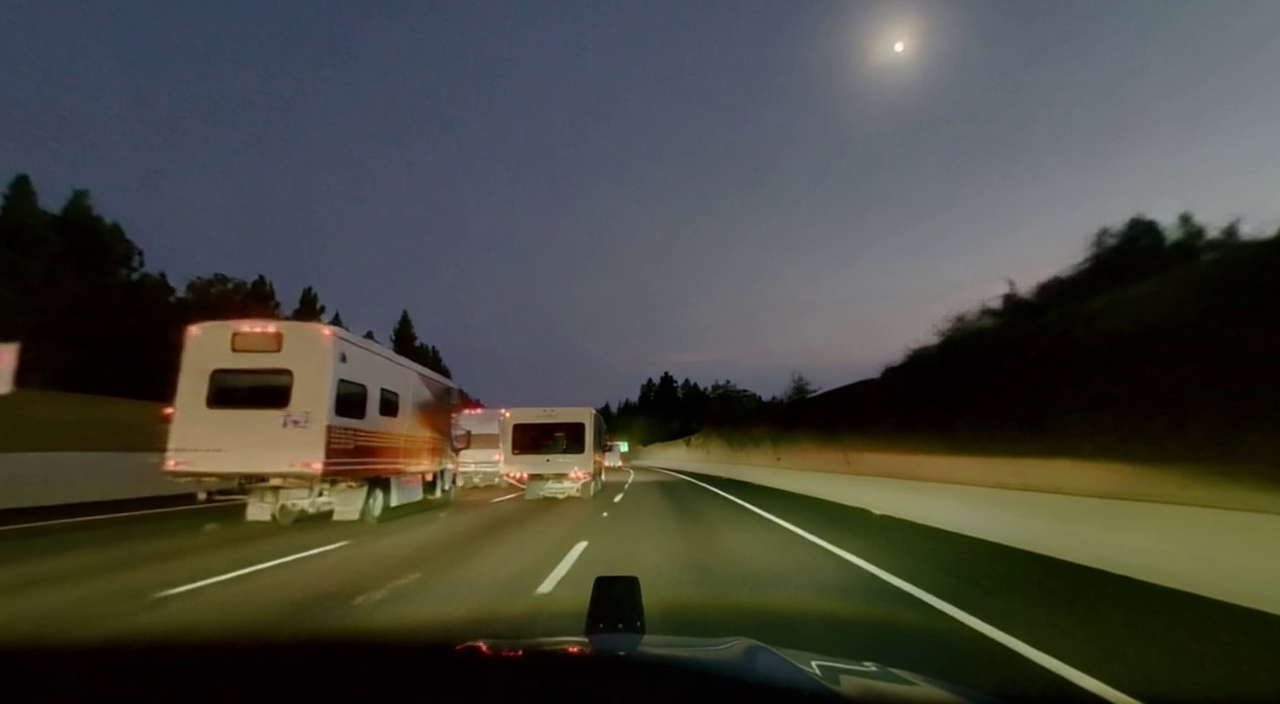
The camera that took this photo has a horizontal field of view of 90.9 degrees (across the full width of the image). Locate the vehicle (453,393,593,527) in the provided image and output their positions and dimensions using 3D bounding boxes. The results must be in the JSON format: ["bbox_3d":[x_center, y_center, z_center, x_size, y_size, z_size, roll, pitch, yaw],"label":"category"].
[{"bbox_3d":[-2.416,2.396,14.200,2.331,2.583,3.743,-1,-9,1],"label":"vehicle"}]

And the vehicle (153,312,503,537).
[{"bbox_3d":[-7.090,2.363,18.471,2.929,4.010,14.446,0,-9,0],"label":"vehicle"}]
